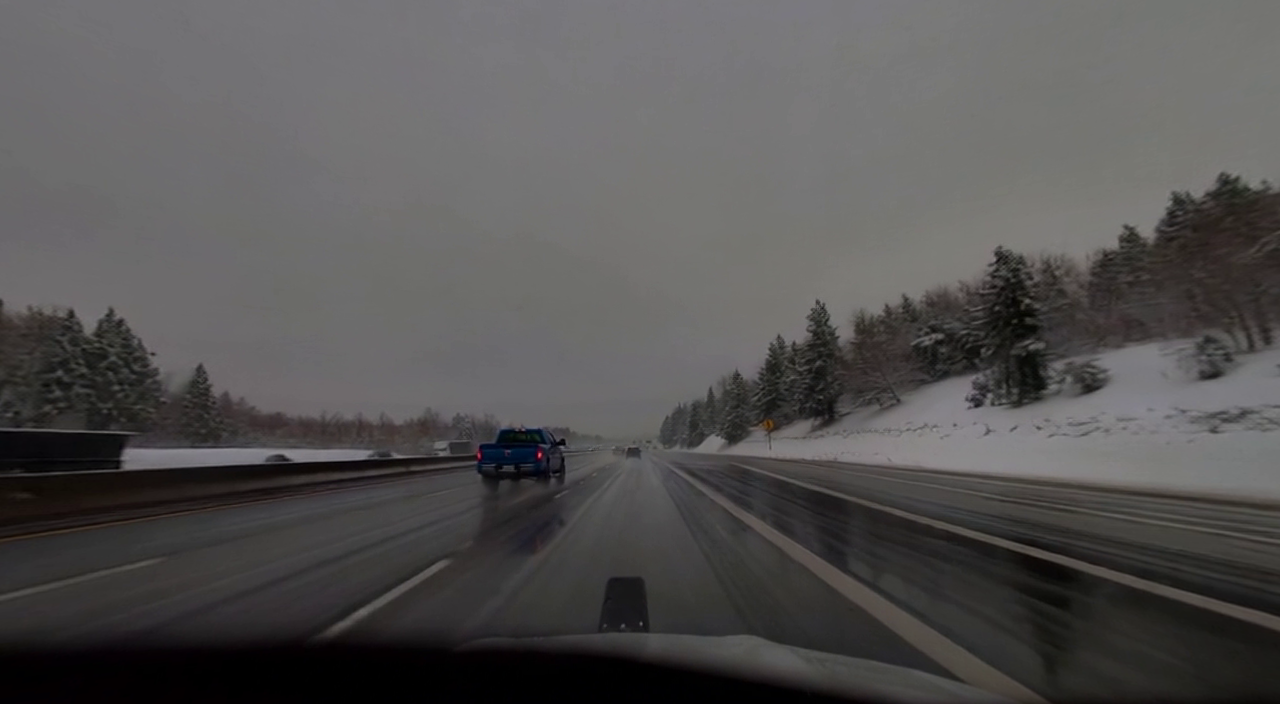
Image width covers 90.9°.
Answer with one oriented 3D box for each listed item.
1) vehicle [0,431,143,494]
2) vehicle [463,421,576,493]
[{"bbox_3d":[-37.171,6.682,38.694,2.775,3.481,12.946,0,-9,0],"label":"vehicle"},{"bbox_3d":[-3.803,3.511,21.368,2.601,2.084,6.068,0,-9,1],"label":"vehicle"}]
